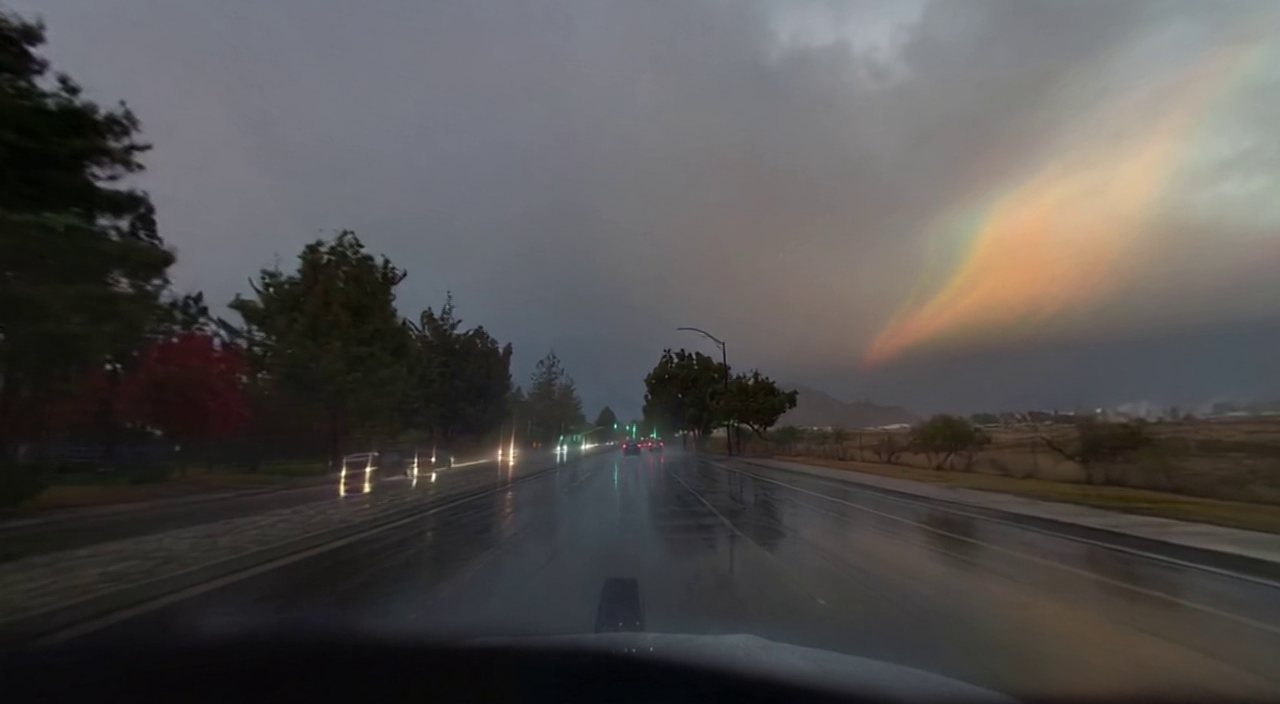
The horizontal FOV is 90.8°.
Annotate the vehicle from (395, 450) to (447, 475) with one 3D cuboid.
[{"bbox_3d":[-14.689,7.426,42.574,1.959,1.489,4.550,-2,-9,-1],"label":"vehicle"}]

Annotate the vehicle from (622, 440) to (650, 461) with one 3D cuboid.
[{"bbox_3d":[-0.350,7.469,47.959,1.984,1.439,4.171,0,-8,-1],"label":"vehicle"}]
